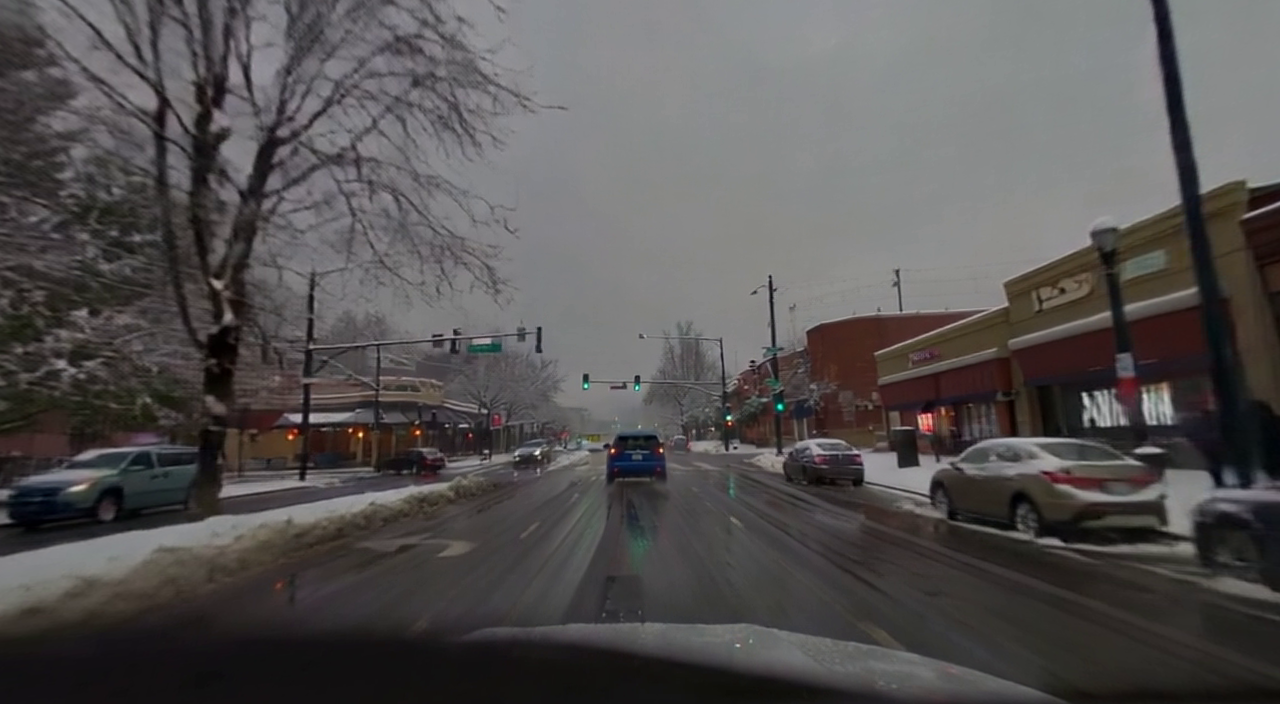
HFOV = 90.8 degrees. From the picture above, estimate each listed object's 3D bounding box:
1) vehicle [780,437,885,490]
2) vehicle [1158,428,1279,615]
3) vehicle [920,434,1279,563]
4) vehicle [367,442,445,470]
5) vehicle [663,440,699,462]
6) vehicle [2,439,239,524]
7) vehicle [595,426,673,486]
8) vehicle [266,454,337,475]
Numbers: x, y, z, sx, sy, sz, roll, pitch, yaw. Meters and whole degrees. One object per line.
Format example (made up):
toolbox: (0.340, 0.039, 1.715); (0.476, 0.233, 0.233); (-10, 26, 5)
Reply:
vehicle: (6.086, 3.580, 20.586); (1.986, 1.515, 4.265); (0, -9, -1)
vehicle: (6.153, 1.174, 3.833); (2.048, 1.484, 4.709); (0, -9, 1)
vehicle: (6.217, 1.991, 9.412); (1.964, 1.429, 4.515); (0, -9, -1)
vehicle: (-15.537, 6.934, 42.055); (4.427, 1.757, 2.125); (-3, -9, 18)
vehicle: (2.826, 6.978, 44.674); (2.209, 1.478, 4.138); (0, -9, -1)
vehicle: (-14.058, 3.487, 17.711); (2.197, 1.985, 5.183); (0, -9, 0)
vehicle: (-0.220, 3.516, 21.524); (2.382, 1.796, 4.610); (0, -9, -1)
vehicle: (-26.000, 8.605, 48.600); (4.317, 1.524, 1.809); (0, -9, -1)
